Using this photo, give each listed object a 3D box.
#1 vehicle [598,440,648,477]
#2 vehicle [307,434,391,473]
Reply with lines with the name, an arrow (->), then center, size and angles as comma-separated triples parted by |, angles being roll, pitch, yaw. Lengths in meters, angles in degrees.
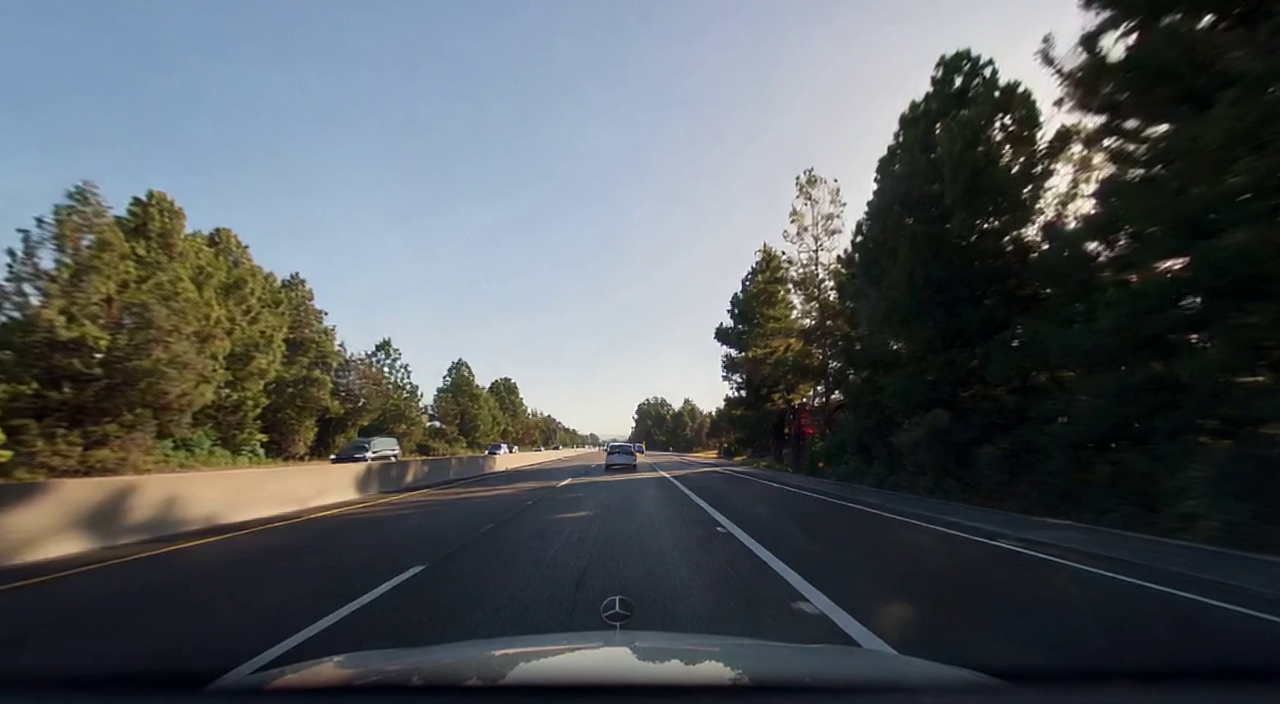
vehicle -> -0.739, 4.800, 28.458 | 2.095, 1.537, 4.017 | 0, -9, -1
vehicle -> -13.087, 4.592, 28.524 | 1.880, 1.621, 4.124 | 0, -9, -1
